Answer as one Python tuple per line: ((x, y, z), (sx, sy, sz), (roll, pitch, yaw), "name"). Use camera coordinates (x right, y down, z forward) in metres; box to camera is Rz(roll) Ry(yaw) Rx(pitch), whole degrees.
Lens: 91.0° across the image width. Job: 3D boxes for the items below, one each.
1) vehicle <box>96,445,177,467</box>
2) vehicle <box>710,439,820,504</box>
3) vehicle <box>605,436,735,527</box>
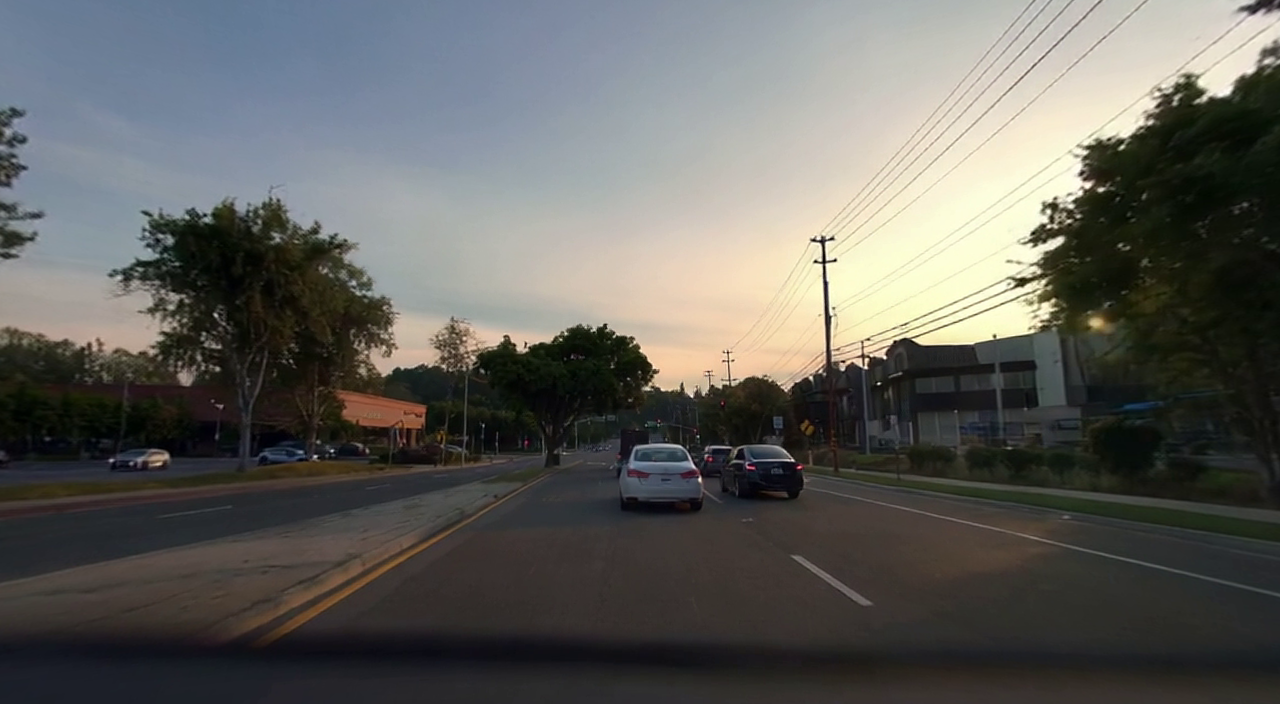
((-38.993, 8.056, 48.865), (1.804, 1.478, 4.485), (-3, -8, 25), "vehicle")
((3.127, 3.082, 16.672), (1.985, 1.489, 4.036), (0, -8, -1), "vehicle")
((0.398, 2.435, 12.446), (2.144, 1.473, 4.028), (1, -8, -3), "vehicle")
